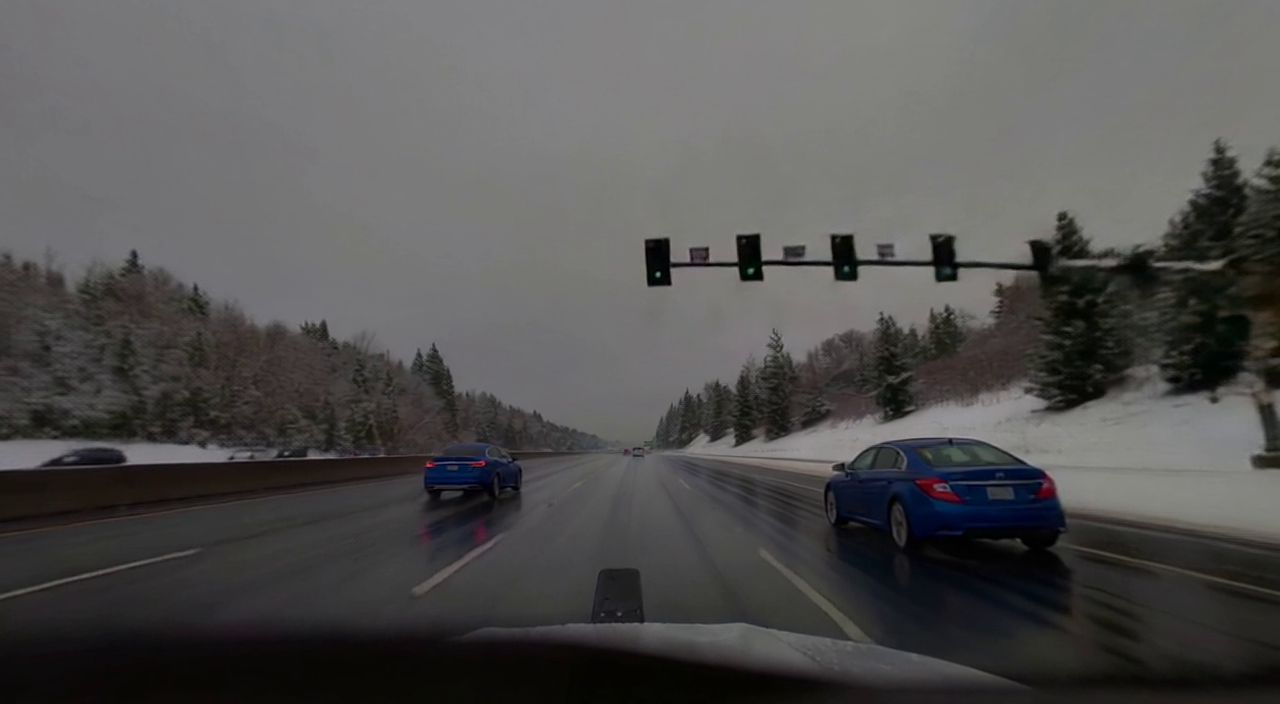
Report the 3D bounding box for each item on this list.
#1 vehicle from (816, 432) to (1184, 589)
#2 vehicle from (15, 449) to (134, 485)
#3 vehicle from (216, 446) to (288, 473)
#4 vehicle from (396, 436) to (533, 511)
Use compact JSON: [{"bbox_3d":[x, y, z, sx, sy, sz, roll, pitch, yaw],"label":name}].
[{"bbox_3d":[4.152,1.884,8.500,2.049,1.481,4.774,0,-9,-1],"label":"vehicle"},{"bbox_3d":[-28.917,5.860,32.388,2.116,1.660,4.279,0,-9,0],"label":"vehicle"},{"bbox_3d":[-29.115,8.050,47.436,2.097,1.888,5.155,0,-9,1],"label":"vehicle"},{"bbox_3d":[-4.021,2.850,15.282,1.987,1.516,4.478,0,-9,1],"label":"vehicle"}]
